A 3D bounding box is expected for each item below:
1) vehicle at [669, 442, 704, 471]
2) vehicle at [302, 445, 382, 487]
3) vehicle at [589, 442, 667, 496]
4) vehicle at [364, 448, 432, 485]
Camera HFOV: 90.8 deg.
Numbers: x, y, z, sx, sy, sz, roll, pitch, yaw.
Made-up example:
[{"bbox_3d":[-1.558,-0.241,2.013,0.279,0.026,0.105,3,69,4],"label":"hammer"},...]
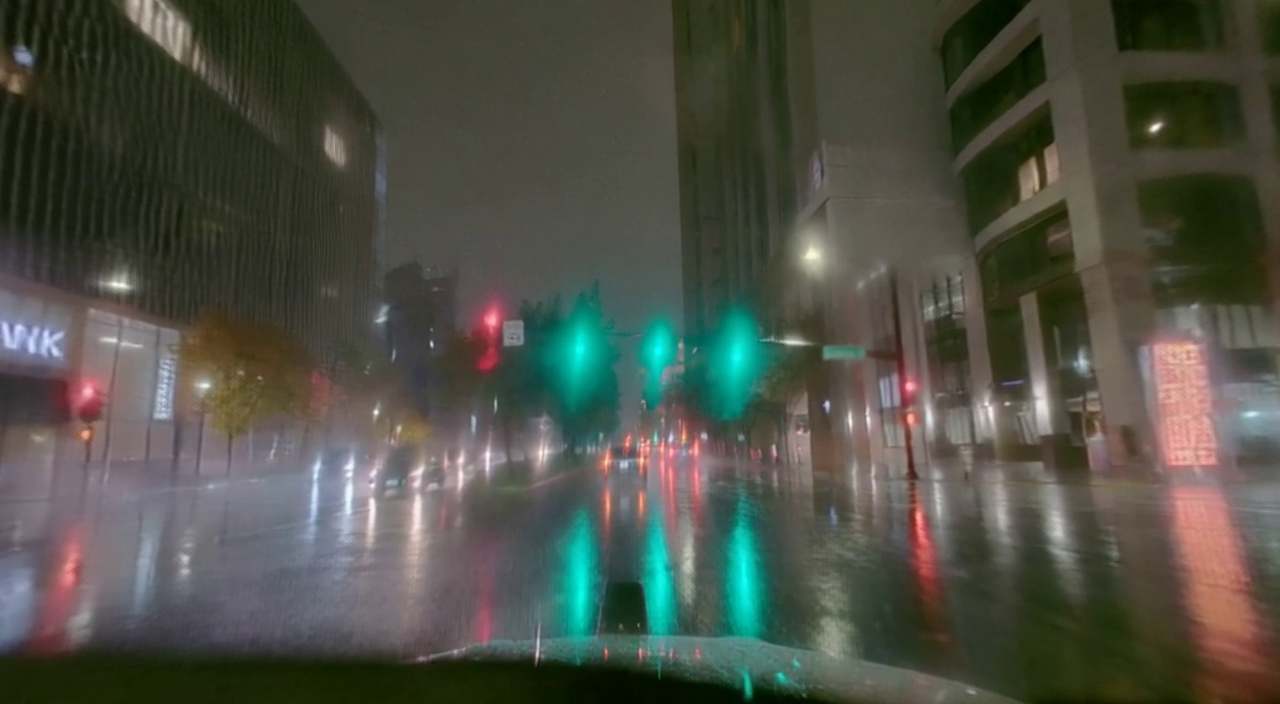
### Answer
[{"bbox_3d":[3.198,7.209,43.819,2.078,1.799,4.089,1,-8,-1],"label":"vehicle"},{"bbox_3d":[-15.928,6.072,34.102,2.119,1.815,4.795,-3,-7,-1],"label":"vehicle"},{"bbox_3d":[-0.368,3.522,19.493,2.144,1.398,3.963,1,-8,-1],"label":"vehicle"},{"bbox_3d":[-12.560,5.922,33.047,2.000,1.507,4.286,-3,-7,-2],"label":"vehicle"}]
